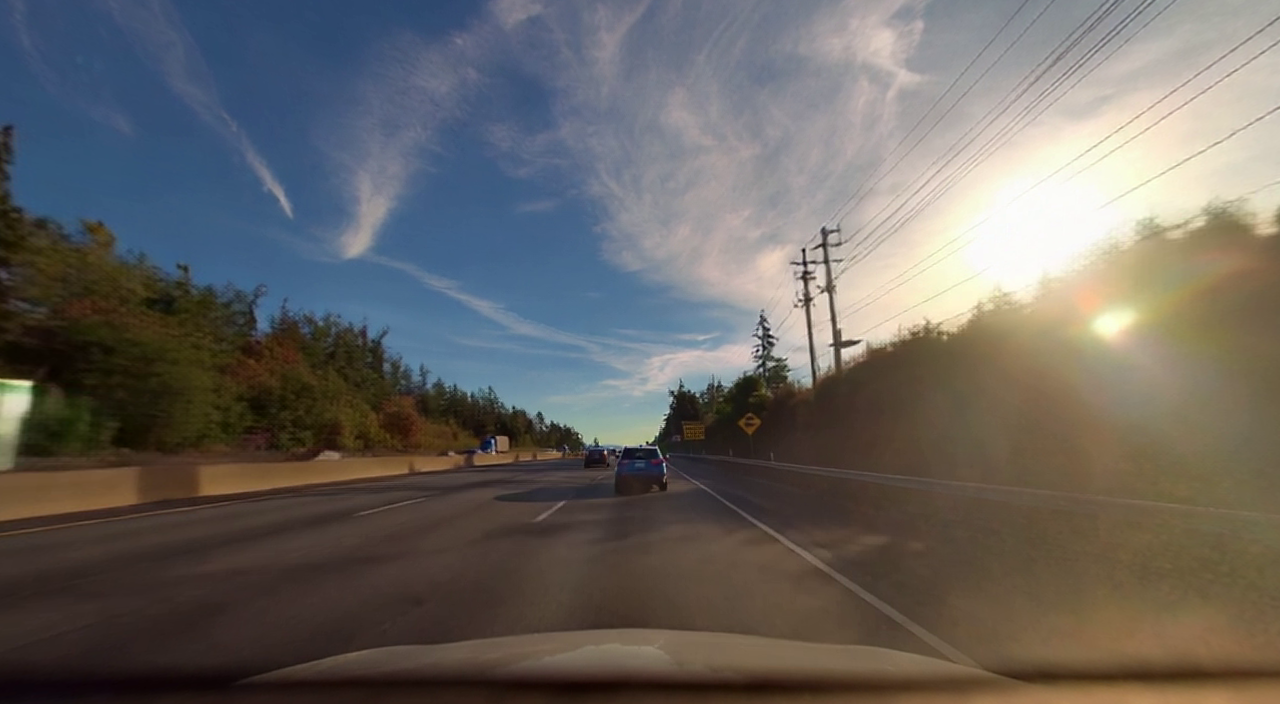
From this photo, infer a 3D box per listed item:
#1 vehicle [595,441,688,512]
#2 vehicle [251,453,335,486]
[{"bbox_3d":[0.003,2.984,15.568,1.966,1.499,4.298,0,-9,-1],"label":"vehicle"},{"bbox_3d":[-15.648,5.291,28.618,1.758,1.382,3.416,0,-9,1],"label":"vehicle"}]
